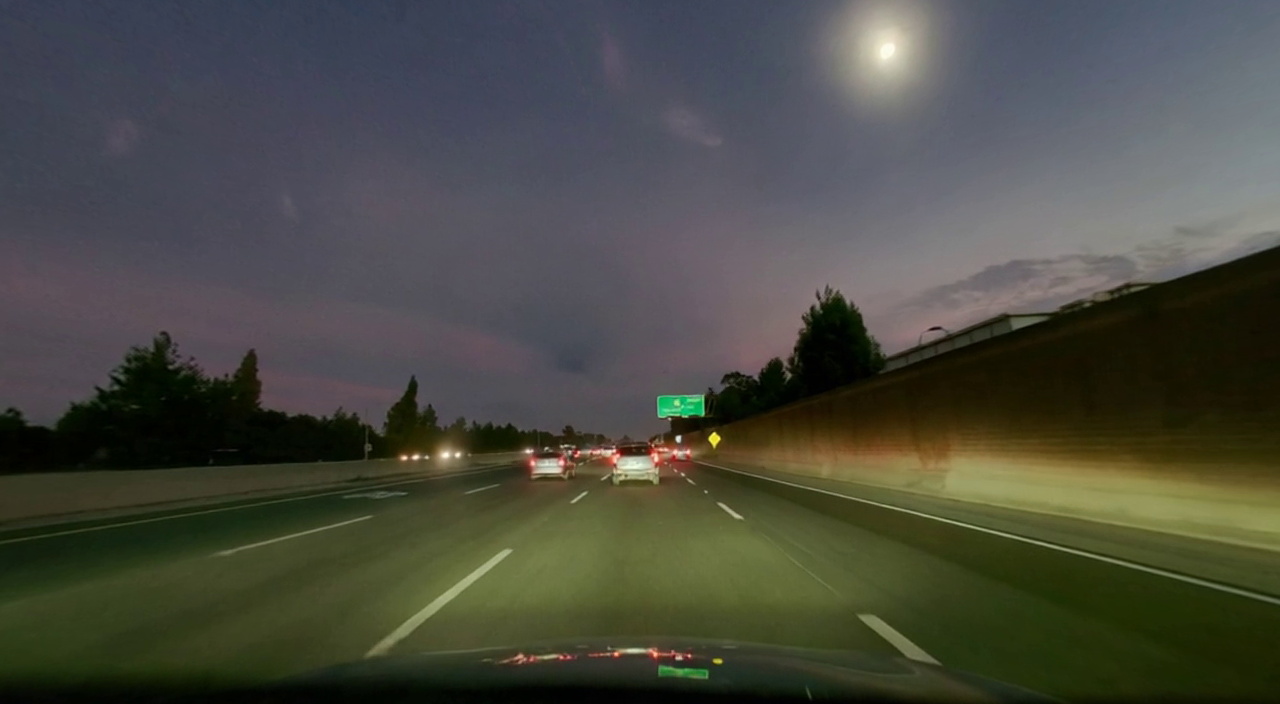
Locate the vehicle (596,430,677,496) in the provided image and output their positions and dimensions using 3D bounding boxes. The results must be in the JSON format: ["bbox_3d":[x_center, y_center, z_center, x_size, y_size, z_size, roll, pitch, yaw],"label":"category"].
[{"bbox_3d":[-0.069,3.407,19.661,2.233,1.804,4.273,0,-9,1],"label":"vehicle"}]

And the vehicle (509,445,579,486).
[{"bbox_3d":[-3.578,4.303,24.247,1.967,1.442,4.143,0,-9,1],"label":"vehicle"}]
